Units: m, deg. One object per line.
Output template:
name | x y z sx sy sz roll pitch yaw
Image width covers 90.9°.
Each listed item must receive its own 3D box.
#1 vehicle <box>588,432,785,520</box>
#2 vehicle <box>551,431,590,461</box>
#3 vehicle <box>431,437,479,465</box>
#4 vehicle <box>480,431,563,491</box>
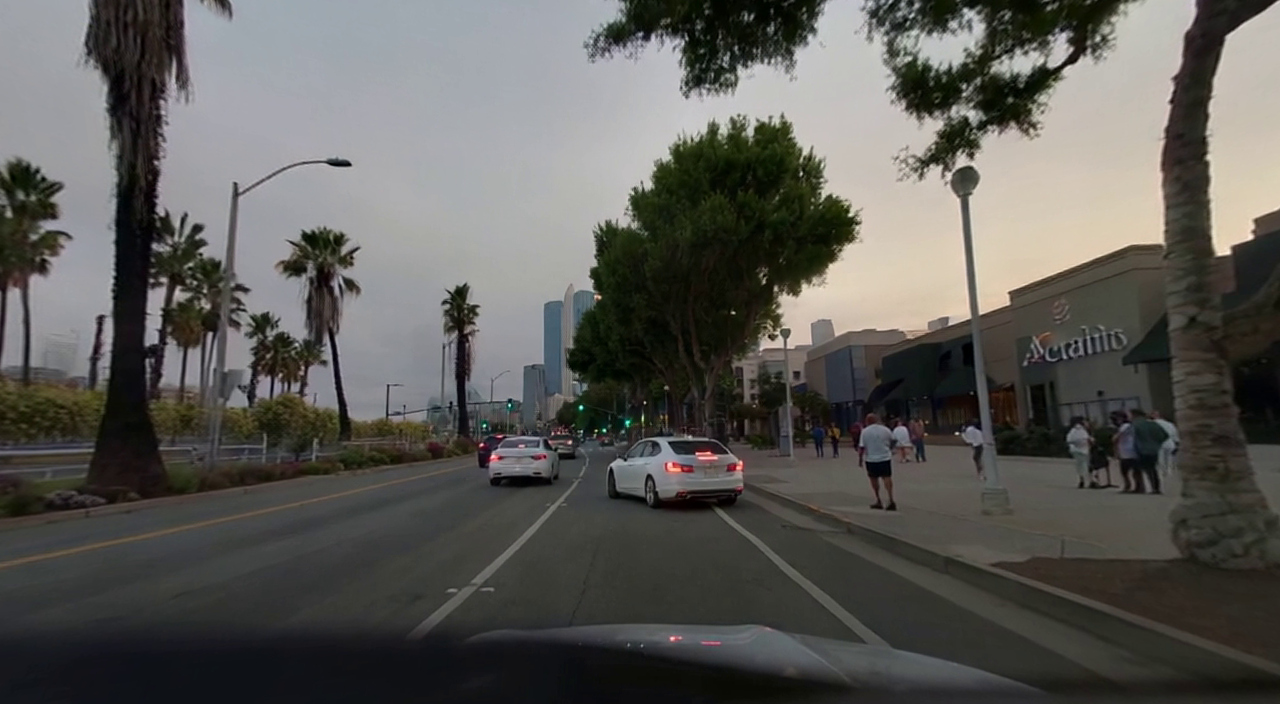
vehicle | 0.713 2.486 13.212 1.930 1.477 4.657 4 -10 -28
vehicle | -4.786 6.596 44.074 2.277 1.937 4.487 0 -9 -1
vehicle | -11.109 5.988 38.194 1.930 1.583 4.423 0 -9 -5
vehicle | -3.551 3.362 19.715 2.039 1.628 4.331 0 -9 -4
